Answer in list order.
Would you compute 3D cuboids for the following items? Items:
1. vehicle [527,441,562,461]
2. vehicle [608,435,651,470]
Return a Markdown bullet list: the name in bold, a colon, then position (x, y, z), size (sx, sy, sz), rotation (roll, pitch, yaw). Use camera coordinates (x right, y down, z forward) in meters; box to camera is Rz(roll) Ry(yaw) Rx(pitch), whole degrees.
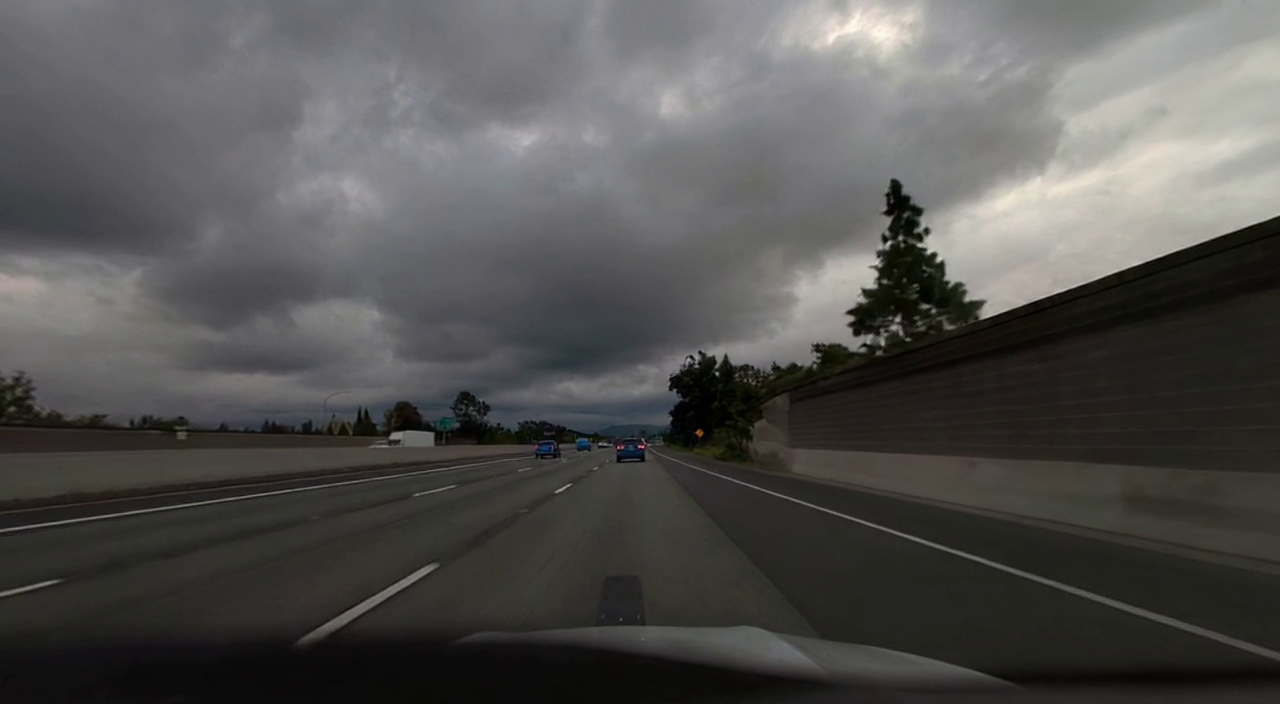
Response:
- **vehicle**: position (-7.470, 7.837, 49.876), size (2.019, 1.523, 4.396), rotation (0, -8, 1)
- **vehicle**: position (-0.526, 5.412, 34.065), size (2.141, 1.706, 4.065), rotation (0, -8, 0)
